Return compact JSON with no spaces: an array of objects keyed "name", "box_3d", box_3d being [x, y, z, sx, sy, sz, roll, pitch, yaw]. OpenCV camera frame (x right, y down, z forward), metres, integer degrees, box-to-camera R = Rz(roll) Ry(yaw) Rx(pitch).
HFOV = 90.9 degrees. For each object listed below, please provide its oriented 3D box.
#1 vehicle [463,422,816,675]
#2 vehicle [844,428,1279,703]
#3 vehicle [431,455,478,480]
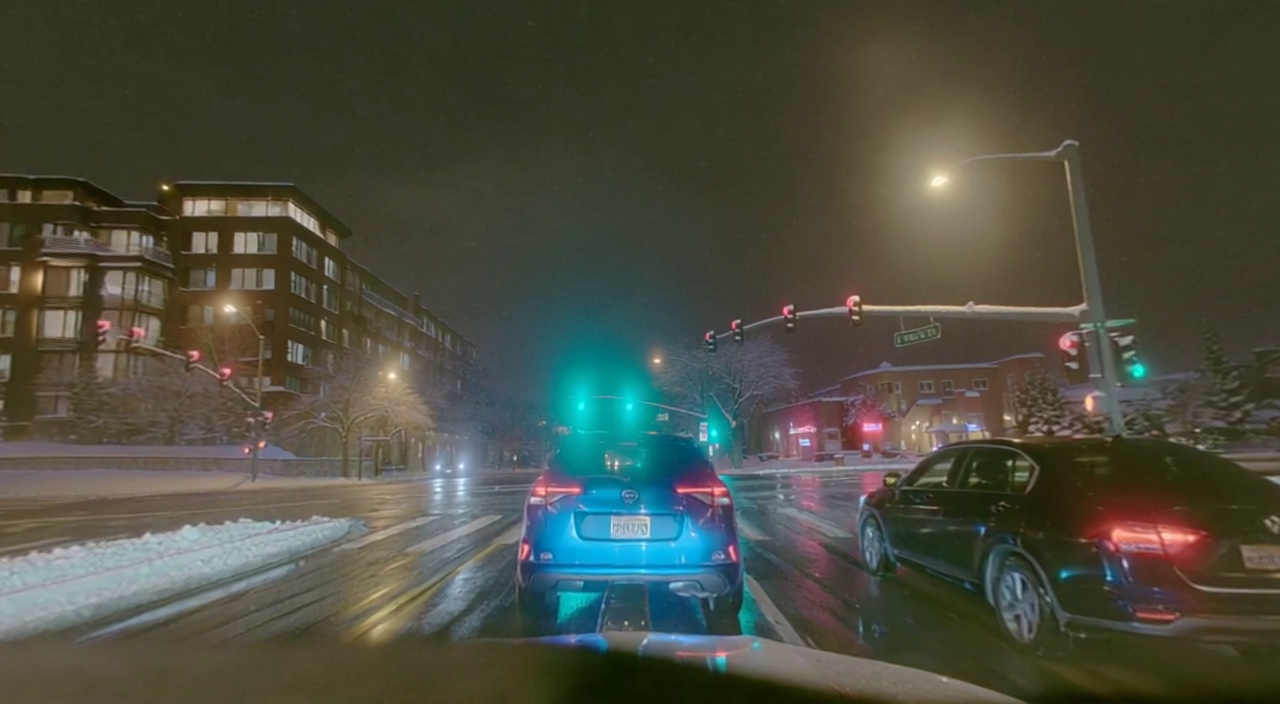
[{"name":"vehicle","box_3d":[-0.050,1.471,5.861,2.094,1.481,4.078,0,-8,-2]},{"name":"vehicle","box_3d":[3.353,1.408,5.222,1.860,1.430,4.089,0,-8,-1]},{"name":"vehicle","box_3d":[-14.461,9.016,49.476,2.126,1.782,4.880,0,-8,1]}]
